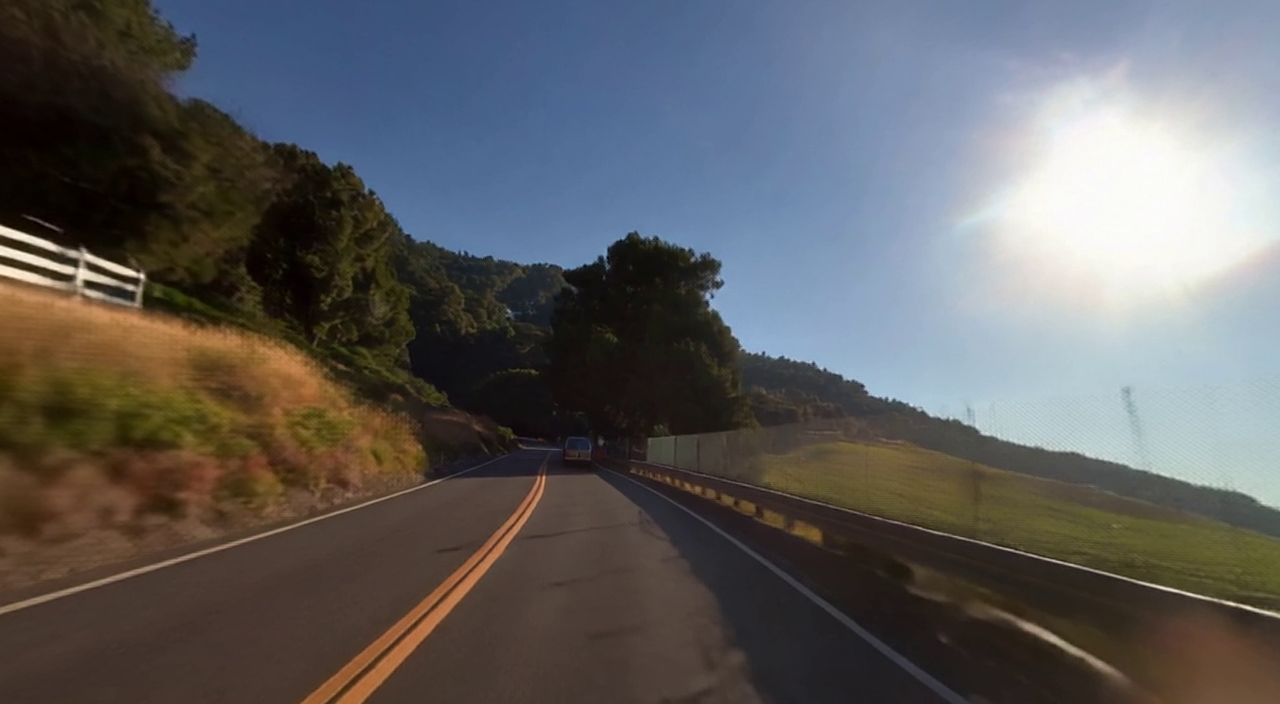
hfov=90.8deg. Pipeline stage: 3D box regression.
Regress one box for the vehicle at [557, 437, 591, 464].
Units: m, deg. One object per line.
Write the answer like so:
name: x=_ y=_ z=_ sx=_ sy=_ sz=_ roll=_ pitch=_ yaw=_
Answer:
vehicle: x=-5.118 y=7.494 z=48.273 sx=2.439 sy=1.912 sz=5.605 roll=1 pitch=-9 yaw=-7
